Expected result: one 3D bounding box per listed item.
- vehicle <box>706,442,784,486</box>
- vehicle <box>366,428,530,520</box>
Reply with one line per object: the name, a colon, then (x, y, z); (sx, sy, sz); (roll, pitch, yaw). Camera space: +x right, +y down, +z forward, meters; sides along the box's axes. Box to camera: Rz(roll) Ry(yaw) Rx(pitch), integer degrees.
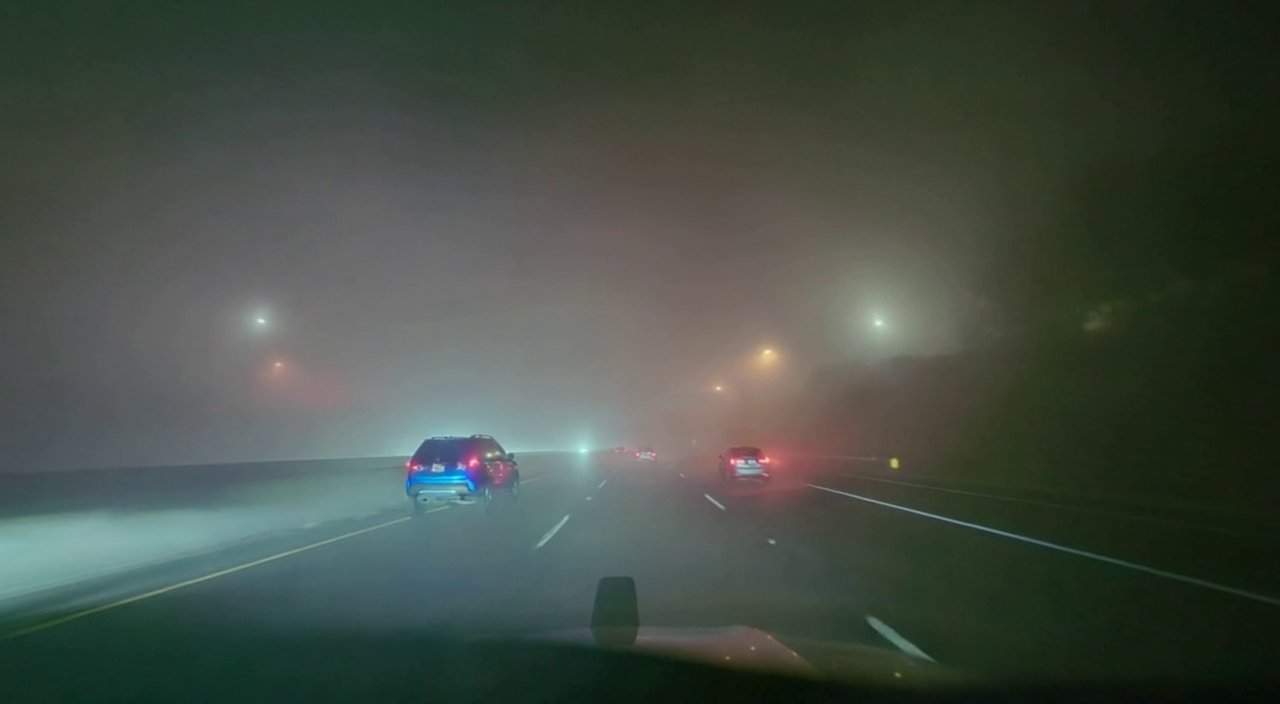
vehicle: (3.796, 4.118, 23.637); (2.083, 1.453, 4.307); (0, -8, -1)
vehicle: (-3.855, 2.518, 13.584); (2.193, 1.641, 4.077); (0, -8, 1)
